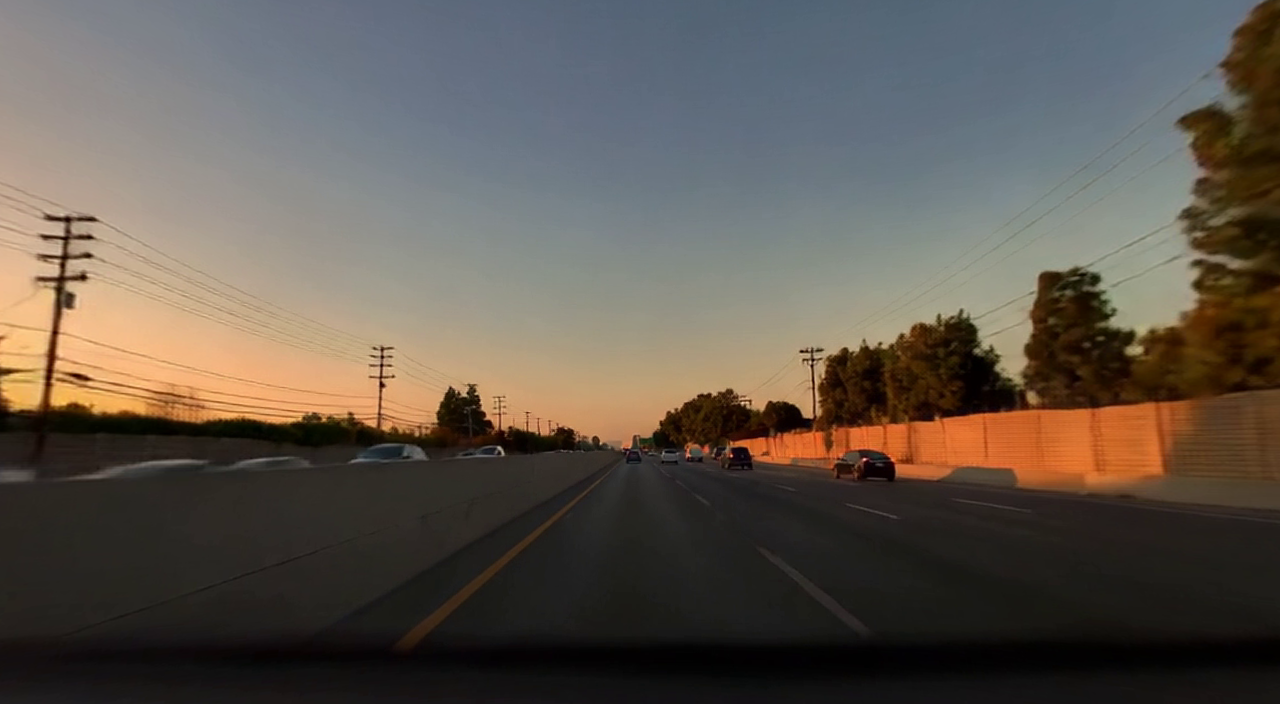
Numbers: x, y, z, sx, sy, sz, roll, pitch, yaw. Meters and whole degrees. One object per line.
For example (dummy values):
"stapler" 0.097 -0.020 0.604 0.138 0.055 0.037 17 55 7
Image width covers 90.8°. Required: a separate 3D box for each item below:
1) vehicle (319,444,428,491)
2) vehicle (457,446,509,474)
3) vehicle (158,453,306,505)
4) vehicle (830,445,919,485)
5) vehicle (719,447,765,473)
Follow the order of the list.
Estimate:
"vehicle" -10.061 4.368 24.288 2.225 1.643 4.403 0 -9 1
"vehicle" -10.035 6.896 40.621 2.170 1.635 4.356 0 -9 1
"vehicle" -13.303 4.136 21.009 1.999 1.460 4.390 0 -9 0
"vehicle" 9.725 4.712 26.654 1.969 1.506 4.422 0 -9 -1
"vehicle" 6.352 6.805 39.995 2.069 1.520 4.614 0 -9 -1
